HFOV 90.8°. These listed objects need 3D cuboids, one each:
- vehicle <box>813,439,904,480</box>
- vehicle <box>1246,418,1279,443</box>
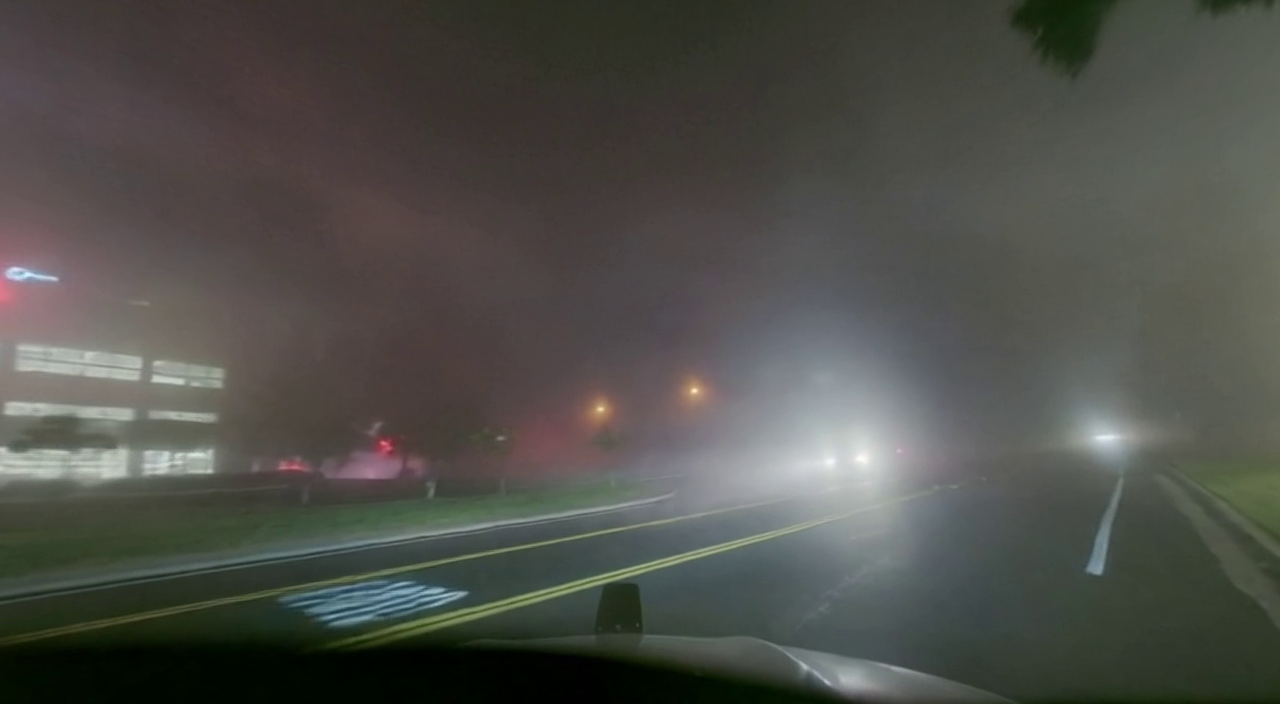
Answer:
[{"bbox_3d":[8.744,4.205,25.083,1.926,1.465,4.433,-8,-11,38],"label":"vehicle"},{"bbox_3d":[46.362,5.798,46.534,2.039,1.707,4.518,-8,-11,40],"label":"vehicle"}]
